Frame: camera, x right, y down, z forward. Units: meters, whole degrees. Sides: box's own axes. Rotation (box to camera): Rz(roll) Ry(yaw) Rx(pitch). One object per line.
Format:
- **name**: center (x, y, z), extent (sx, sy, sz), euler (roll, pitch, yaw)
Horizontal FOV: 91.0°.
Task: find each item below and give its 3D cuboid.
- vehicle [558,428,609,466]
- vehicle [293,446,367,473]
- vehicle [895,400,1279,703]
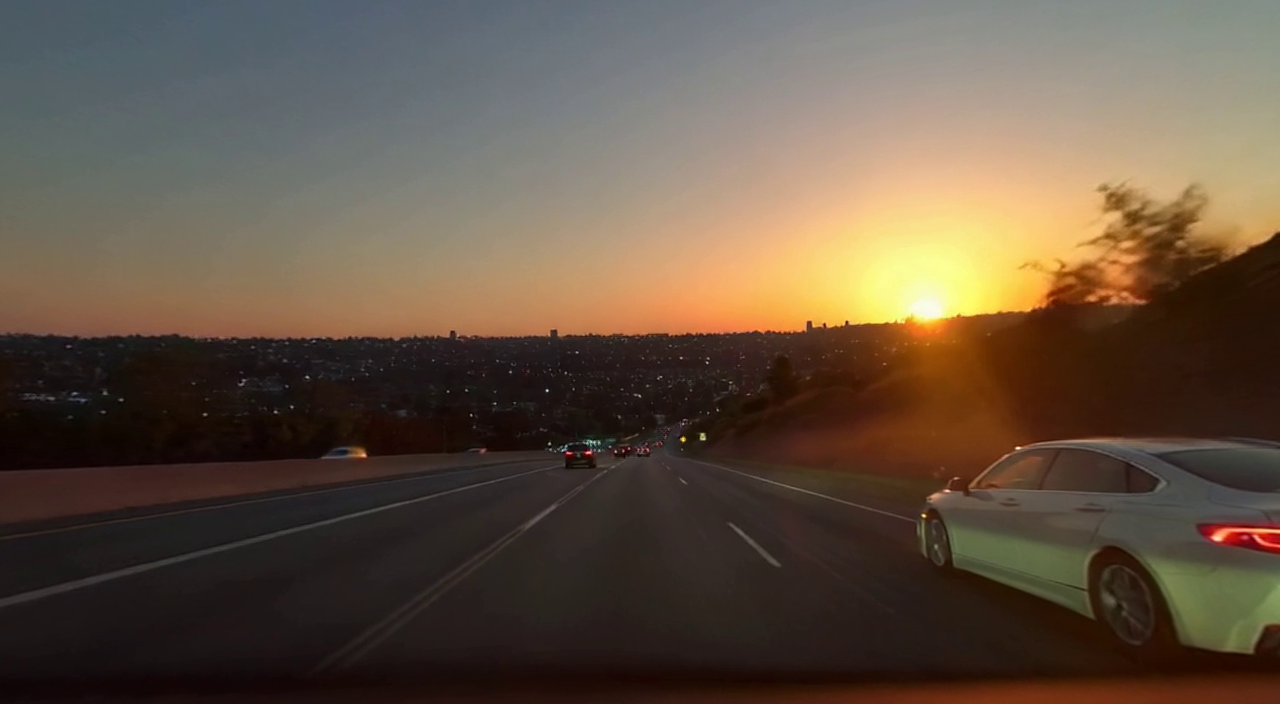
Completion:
- **vehicle**: center (-3.514, 6.141, 40.578), extent (2.496, 2.203, 6.317), euler (0, -9, 1)
- **vehicle**: center (-18.570, 6.443, 37.991), extent (1.981, 1.526, 4.512), euler (0, -9, 4)
- **vehicle**: center (3.775, 1.241, 4.329), extent (2.047, 1.532, 4.884), euler (0, -9, 1)
